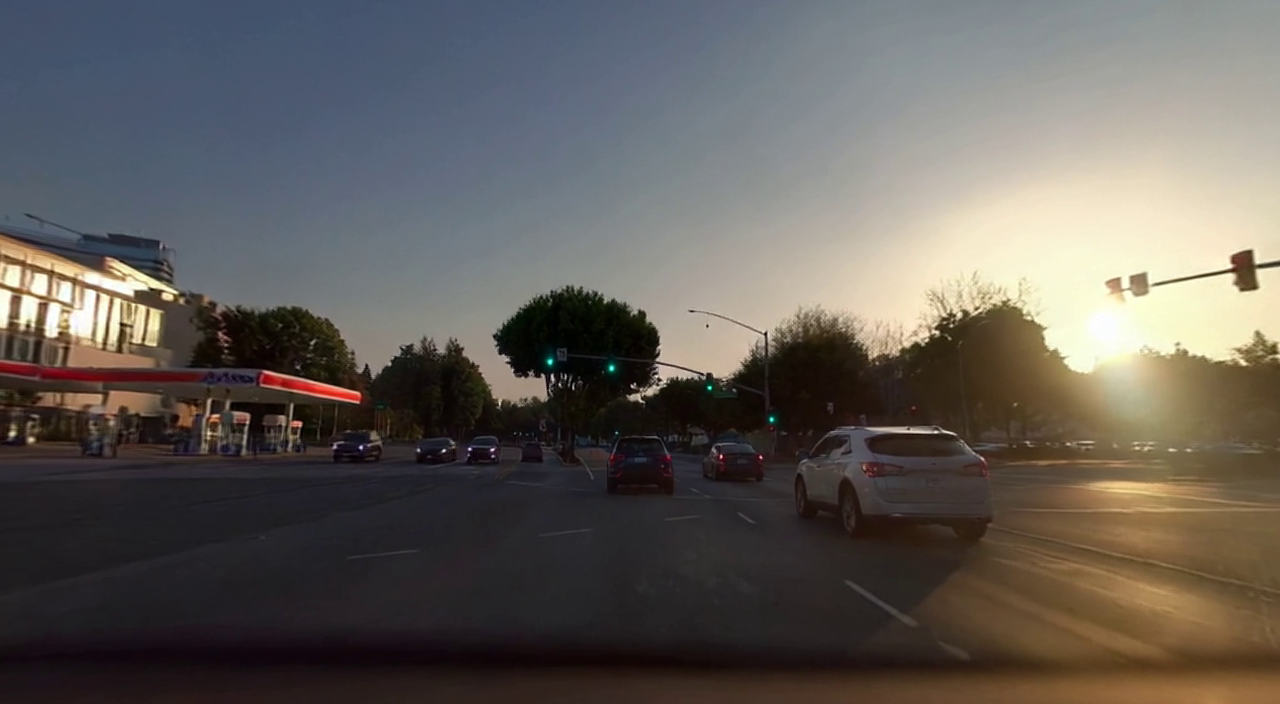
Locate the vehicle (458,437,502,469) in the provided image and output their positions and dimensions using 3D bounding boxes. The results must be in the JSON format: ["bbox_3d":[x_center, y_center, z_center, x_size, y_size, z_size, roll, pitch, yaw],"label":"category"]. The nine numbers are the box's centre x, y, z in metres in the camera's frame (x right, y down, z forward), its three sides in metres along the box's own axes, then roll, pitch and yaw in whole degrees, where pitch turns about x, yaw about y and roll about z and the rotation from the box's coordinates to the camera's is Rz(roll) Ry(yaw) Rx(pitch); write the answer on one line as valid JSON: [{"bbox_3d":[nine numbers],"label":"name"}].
[{"bbox_3d":[-9.583,6.071,38.000,1.992,1.755,4.283,1,-8,-7],"label":"vehicle"}]

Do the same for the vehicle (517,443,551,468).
[{"bbox_3d":[-6.722,6.564,40.211,1.987,1.505,4.337,1,-8,-8],"label":"vehicle"}]

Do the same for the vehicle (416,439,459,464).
[{"bbox_3d":[-14.017,6.924,43.859,2.023,1.671,4.174,1,-8,-7],"label":"vehicle"}]

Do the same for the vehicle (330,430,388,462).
[{"bbox_3d":[-21.091,7.094,47.508,2.460,2.257,5.387,1,-8,-8],"label":"vehicle"}]

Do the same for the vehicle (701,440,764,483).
[{"bbox_3d":[3.674,4.416,25.662,1.800,1.592,3.658,1,-8,-3],"label":"vehicle"}]

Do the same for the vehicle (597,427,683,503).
[{"bbox_3d":[-0.041,3.019,17.231,2.051,1.798,4.168,0,-8,-1],"label":"vehicle"}]

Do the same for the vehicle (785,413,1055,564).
[{"bbox_3d":[3.763,1.901,9.498,2.000,1.745,4.206,0,-8,-2],"label":"vehicle"}]
